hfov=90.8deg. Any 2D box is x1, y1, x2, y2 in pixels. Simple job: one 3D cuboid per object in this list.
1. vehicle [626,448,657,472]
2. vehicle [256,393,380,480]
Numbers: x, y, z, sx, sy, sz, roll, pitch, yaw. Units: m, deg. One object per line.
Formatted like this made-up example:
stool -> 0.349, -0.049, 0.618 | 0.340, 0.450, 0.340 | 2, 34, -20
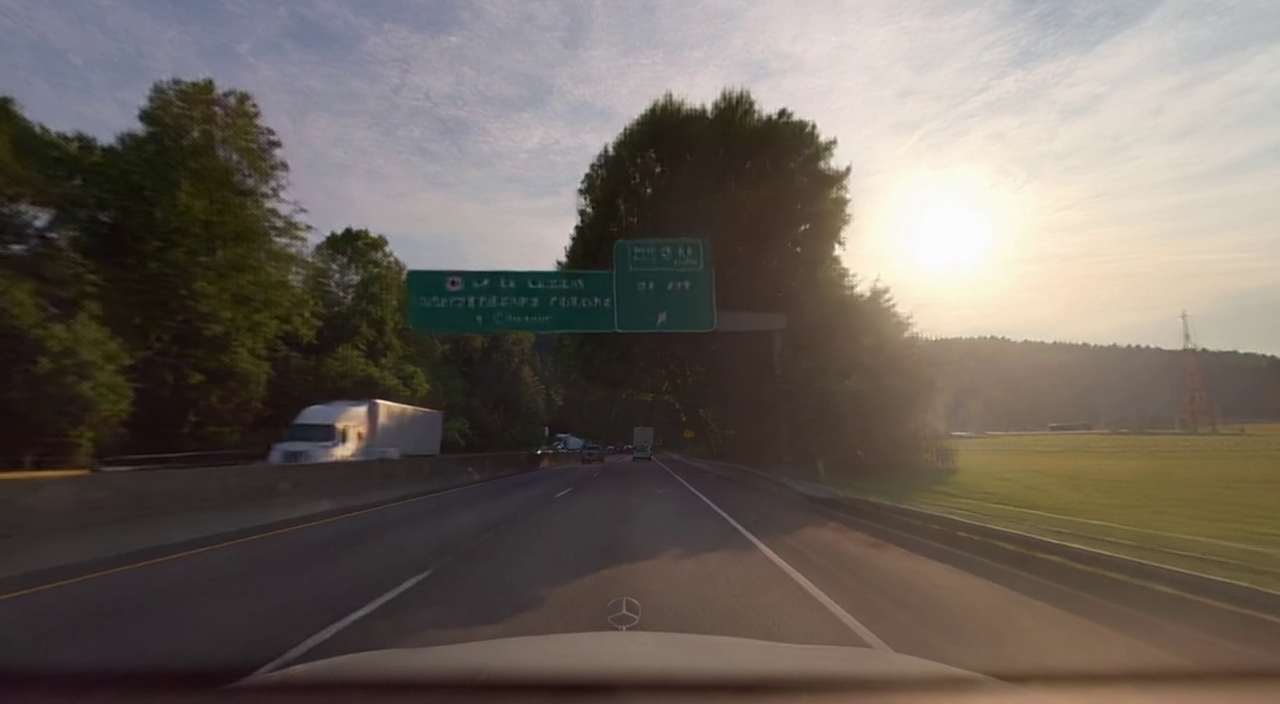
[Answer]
vehicle -> 0.085, 6.731, 39.483 | 1.853, 1.436, 3.438 | 0, -9, 0
vehicle -> -15.860, 4.294, 31.678 | 2.967, 3.966, 5.856 | 0, -9, 0
